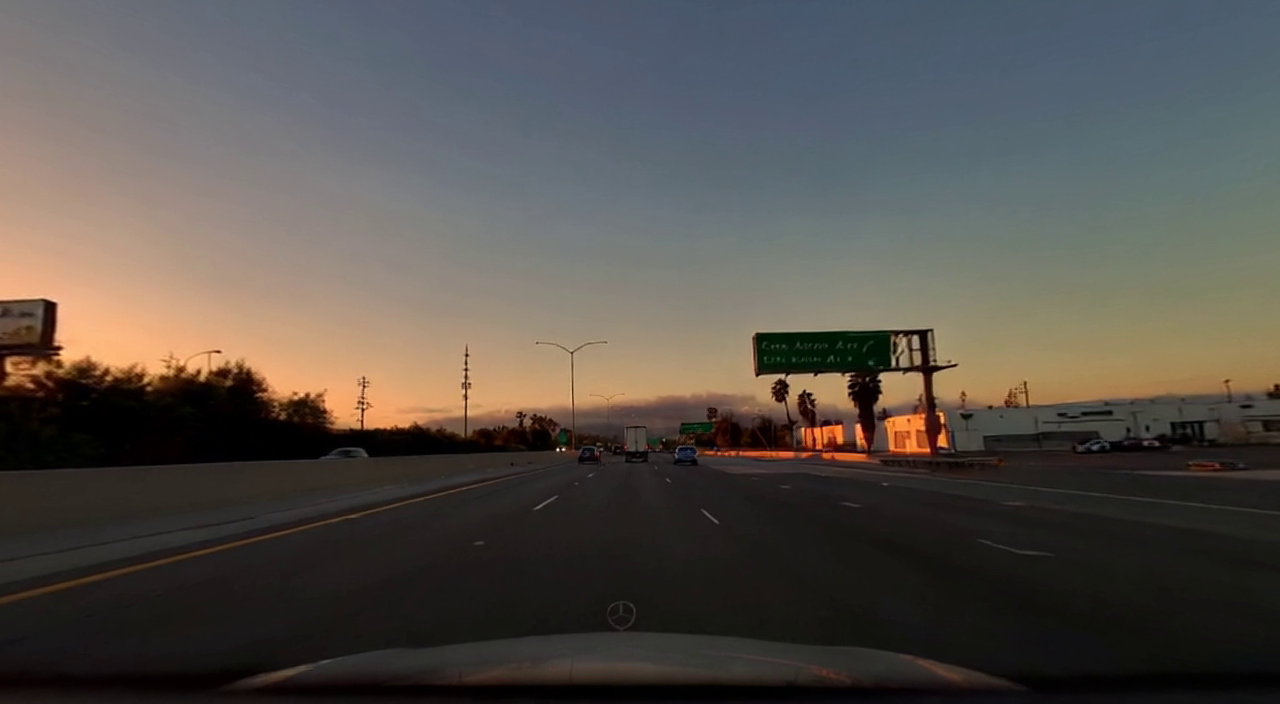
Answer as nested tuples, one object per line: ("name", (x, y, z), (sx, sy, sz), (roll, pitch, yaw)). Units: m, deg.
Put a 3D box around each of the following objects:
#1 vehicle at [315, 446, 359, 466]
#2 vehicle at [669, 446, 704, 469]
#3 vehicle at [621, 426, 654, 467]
("vehicle", (-23.812, 8.172, 49.762), (1.677, 1.457, 3.656), (0, -9, -1))
("vehicle", (3.116, 7.183, 43.274), (2.049, 1.485, 4.106), (0, -9, -1))
("vehicle", (-0.252, 7.335, 49.053), (2.364, 2.953, 6.495), (0, -9, -1))
